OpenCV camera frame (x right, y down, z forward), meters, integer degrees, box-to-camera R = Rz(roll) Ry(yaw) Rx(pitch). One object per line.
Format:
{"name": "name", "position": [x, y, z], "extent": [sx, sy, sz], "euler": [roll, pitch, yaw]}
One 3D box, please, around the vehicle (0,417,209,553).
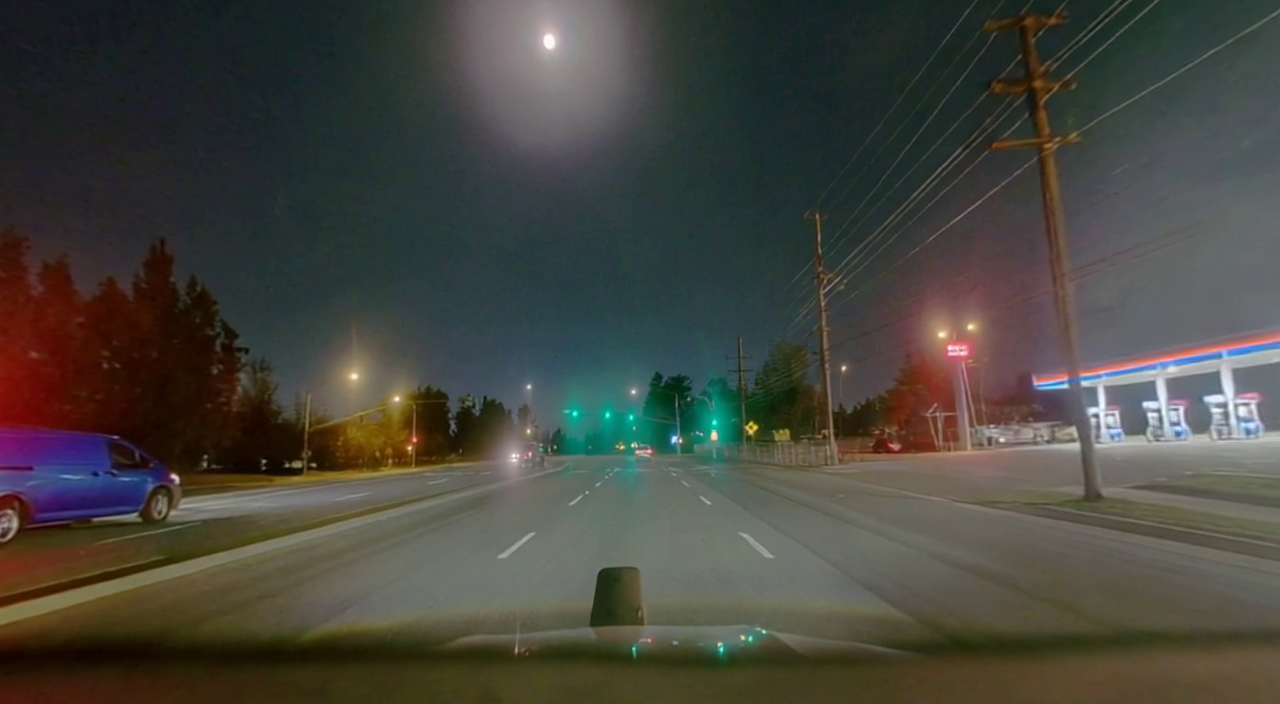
{"name": "vehicle", "position": [-9.850, 2.070, 10.240], "extent": [2.149, 1.848, 4.961], "euler": [0, -9, 1]}
